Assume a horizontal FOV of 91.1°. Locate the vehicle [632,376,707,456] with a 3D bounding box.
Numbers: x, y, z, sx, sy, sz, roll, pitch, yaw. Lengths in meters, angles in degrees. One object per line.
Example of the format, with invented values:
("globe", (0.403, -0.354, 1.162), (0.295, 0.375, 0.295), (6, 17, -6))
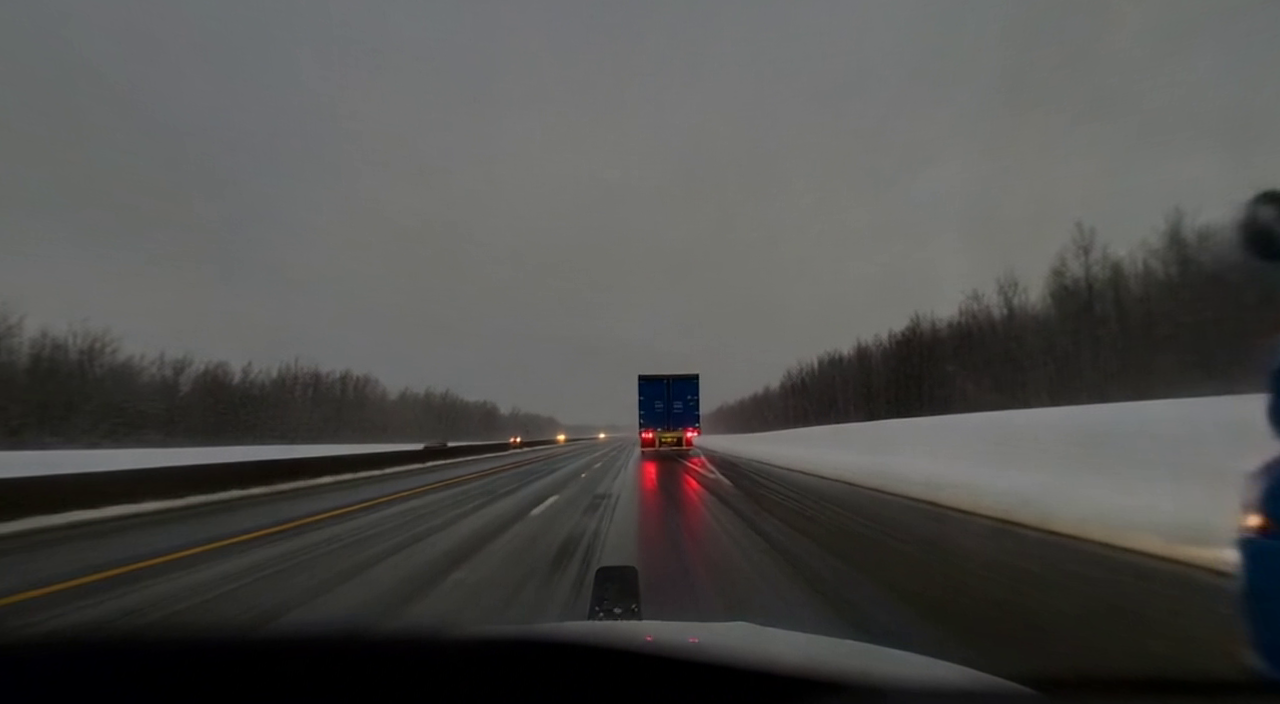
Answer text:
("vehicle", (1.517, 3.785, 35.414), (3.446, 3.698, 12.089), (-1, -8, 1))
